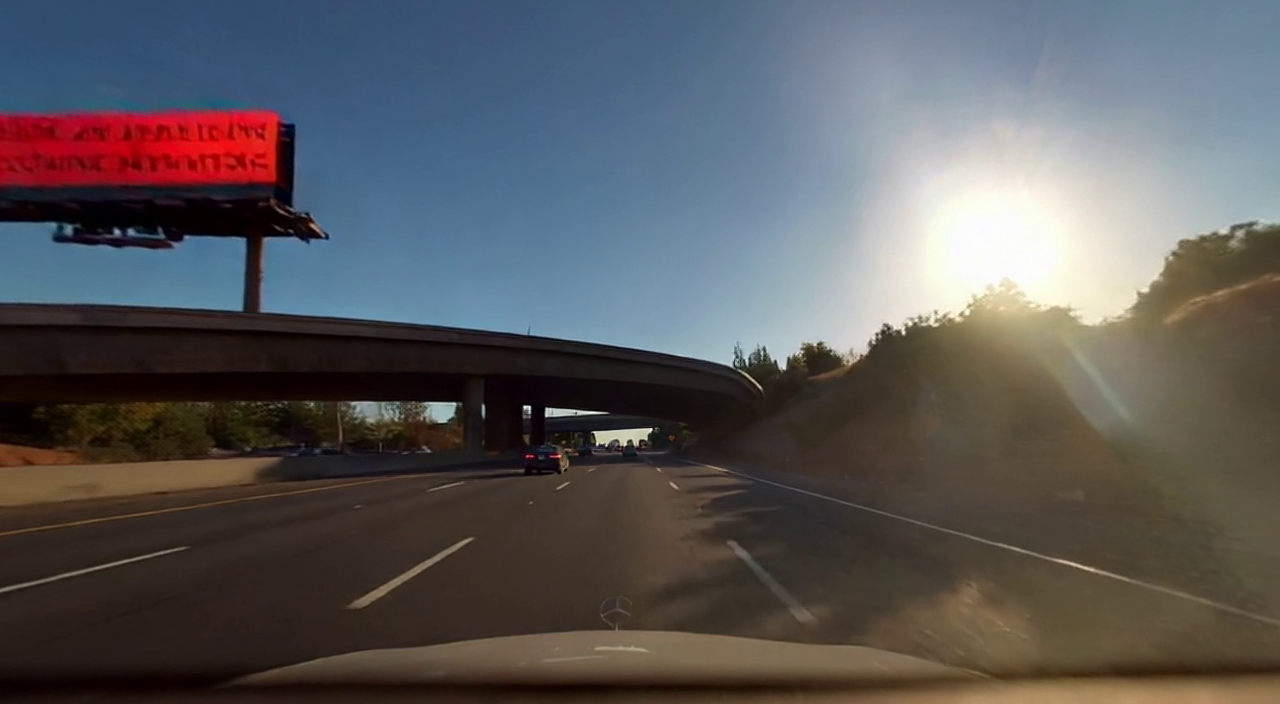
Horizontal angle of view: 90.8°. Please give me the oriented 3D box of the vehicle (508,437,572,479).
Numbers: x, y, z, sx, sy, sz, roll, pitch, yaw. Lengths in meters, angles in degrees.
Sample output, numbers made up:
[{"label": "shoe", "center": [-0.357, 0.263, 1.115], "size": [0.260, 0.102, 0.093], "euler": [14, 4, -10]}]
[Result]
[{"label": "vehicle", "center": [-4.370, 4.716, 28.355], "size": [2.102, 1.727, 4.704], "euler": [0, -9, 0]}]
